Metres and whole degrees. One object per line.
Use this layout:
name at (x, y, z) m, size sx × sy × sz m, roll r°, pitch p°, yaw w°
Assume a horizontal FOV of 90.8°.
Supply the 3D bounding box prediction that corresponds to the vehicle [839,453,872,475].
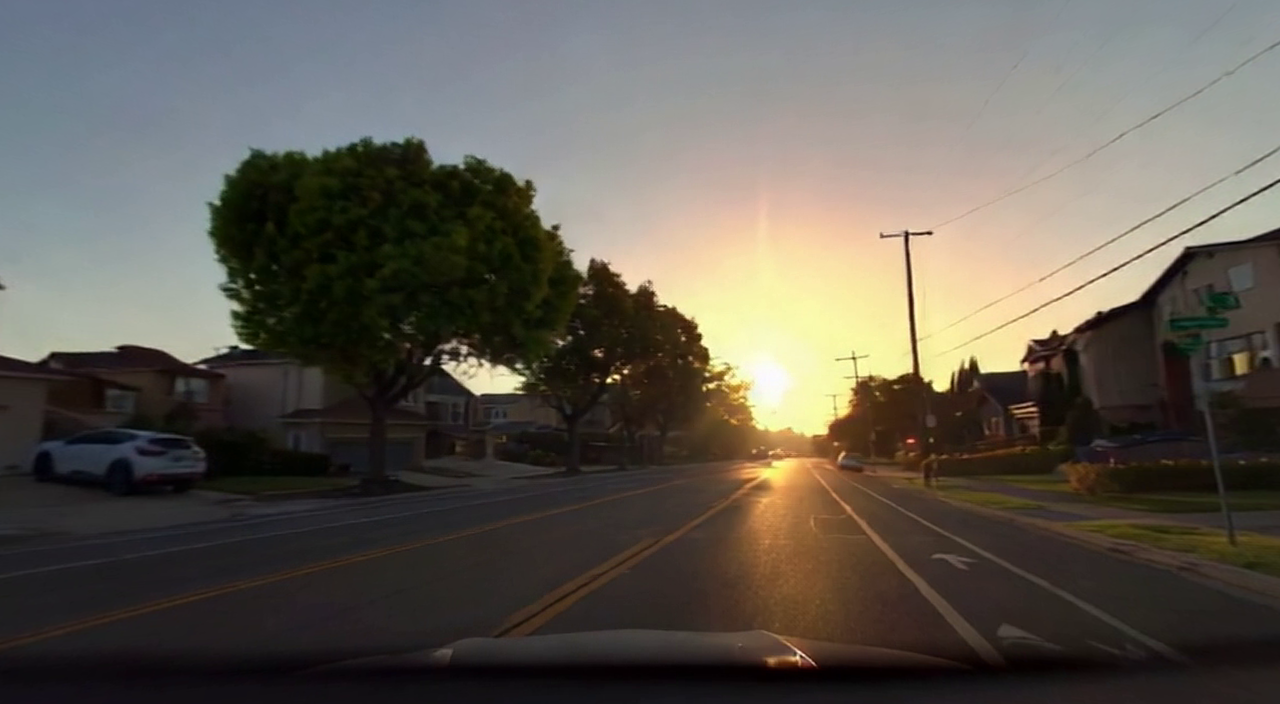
vehicle at (16.706, 8.650, 49.081) m, size 1.971 × 1.558 × 4.895 m, roll -1°, pitch -10°, yaw 14°

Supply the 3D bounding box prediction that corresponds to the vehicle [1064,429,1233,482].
vehicle at (20.111, 4.114, 25.242) m, size 4.682 × 1.956 × 2.001 m, roll -3°, pitch -8°, yaw 13°
